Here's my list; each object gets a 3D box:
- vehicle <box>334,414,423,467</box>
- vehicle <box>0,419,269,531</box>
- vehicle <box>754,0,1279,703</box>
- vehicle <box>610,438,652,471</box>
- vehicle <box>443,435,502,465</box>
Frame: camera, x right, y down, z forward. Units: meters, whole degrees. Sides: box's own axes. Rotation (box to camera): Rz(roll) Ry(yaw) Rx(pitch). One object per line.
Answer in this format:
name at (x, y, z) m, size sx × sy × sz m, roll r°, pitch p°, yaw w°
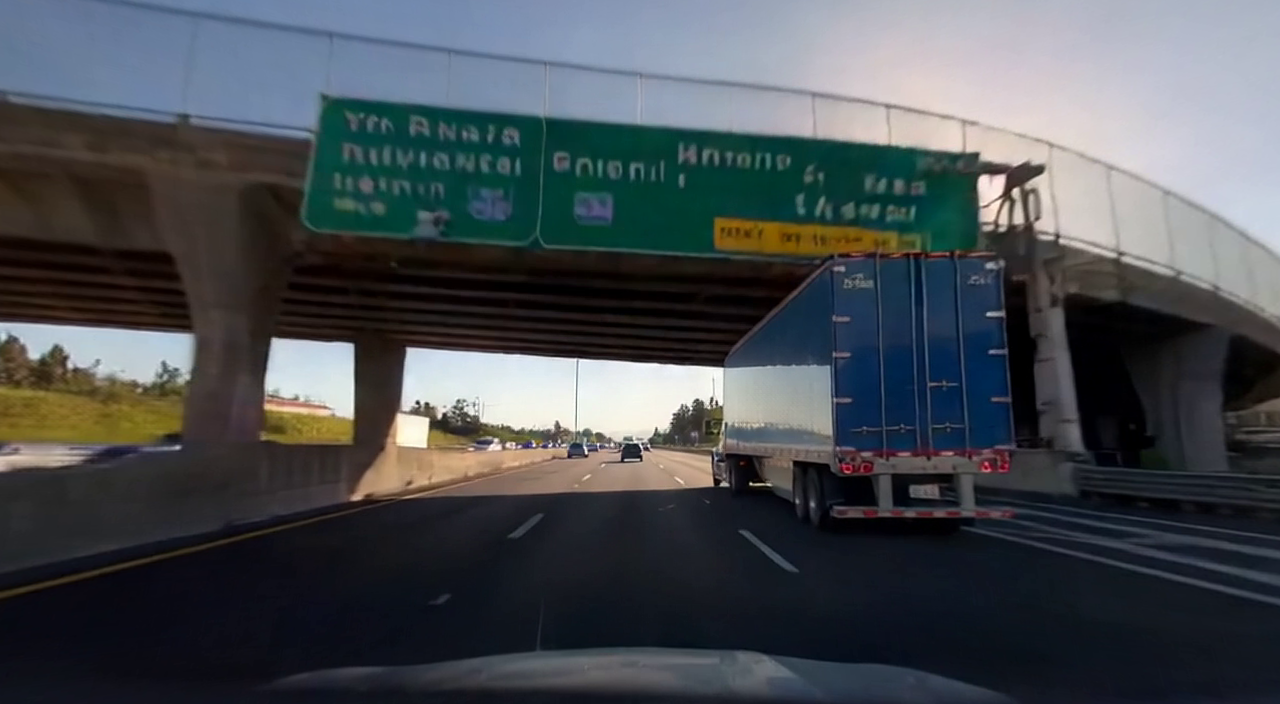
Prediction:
vehicle at (-17.902, 6.215, 43.859) m, size 2.906 × 3.329 × 7.651 m, roll 0°, pitch -9°, yaw -1°
vehicle at (-9.516, 2.225, 11.961) m, size 2.153 × 1.681 × 4.705 m, roll 0°, pitch -9°, yaw -1°
vehicle at (3.421, -0.343, 1.784) m, size 2.996 × 4.123 × 15.965 m, roll 0°, pitch -9°, yaw -1°
vehicle at (-0.500, 5.590, 34.495) m, size 2.191 × 1.685 × 4.015 m, roll 0°, pitch -9°, yaw -1°
vehicle at (-10.543, 6.244, 40.222) m, size 2.472 × 1.758 × 4.813 m, roll 0°, pitch -9°, yaw -1°
